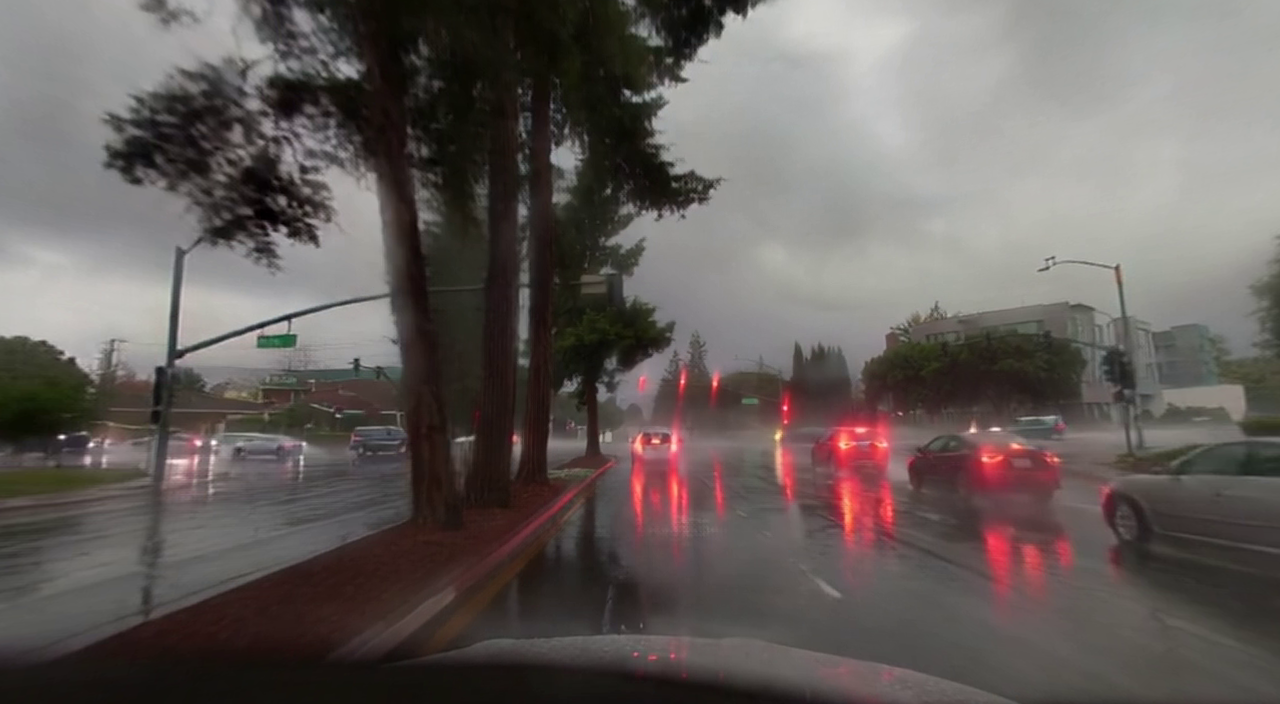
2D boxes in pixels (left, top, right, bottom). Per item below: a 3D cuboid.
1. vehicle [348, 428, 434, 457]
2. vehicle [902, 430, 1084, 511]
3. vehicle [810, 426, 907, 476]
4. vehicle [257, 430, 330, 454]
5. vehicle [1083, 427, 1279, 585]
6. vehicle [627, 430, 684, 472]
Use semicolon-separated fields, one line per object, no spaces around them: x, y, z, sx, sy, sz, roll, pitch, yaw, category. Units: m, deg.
-16.210;5.922;41.206;4.786;1.803;1.967;-1;-8;3;vehicle
7.325;2.464;13.595;1.726;1.467;3.793;0;-8;0;vehicle
7.598;3.499;22.385;1.901;1.577;4.348;0;-8;1;vehicle
-26.582;6.927;48.430;4.450;1.684;1.894;-1;-9;-2;vehicle
7.043;1.494;6.251;1.947;1.478;4.731;-1;-8;1;vehicle
0.558;3.872;24.818;2.041;1.485;3.813;0;-8;0;vehicle
